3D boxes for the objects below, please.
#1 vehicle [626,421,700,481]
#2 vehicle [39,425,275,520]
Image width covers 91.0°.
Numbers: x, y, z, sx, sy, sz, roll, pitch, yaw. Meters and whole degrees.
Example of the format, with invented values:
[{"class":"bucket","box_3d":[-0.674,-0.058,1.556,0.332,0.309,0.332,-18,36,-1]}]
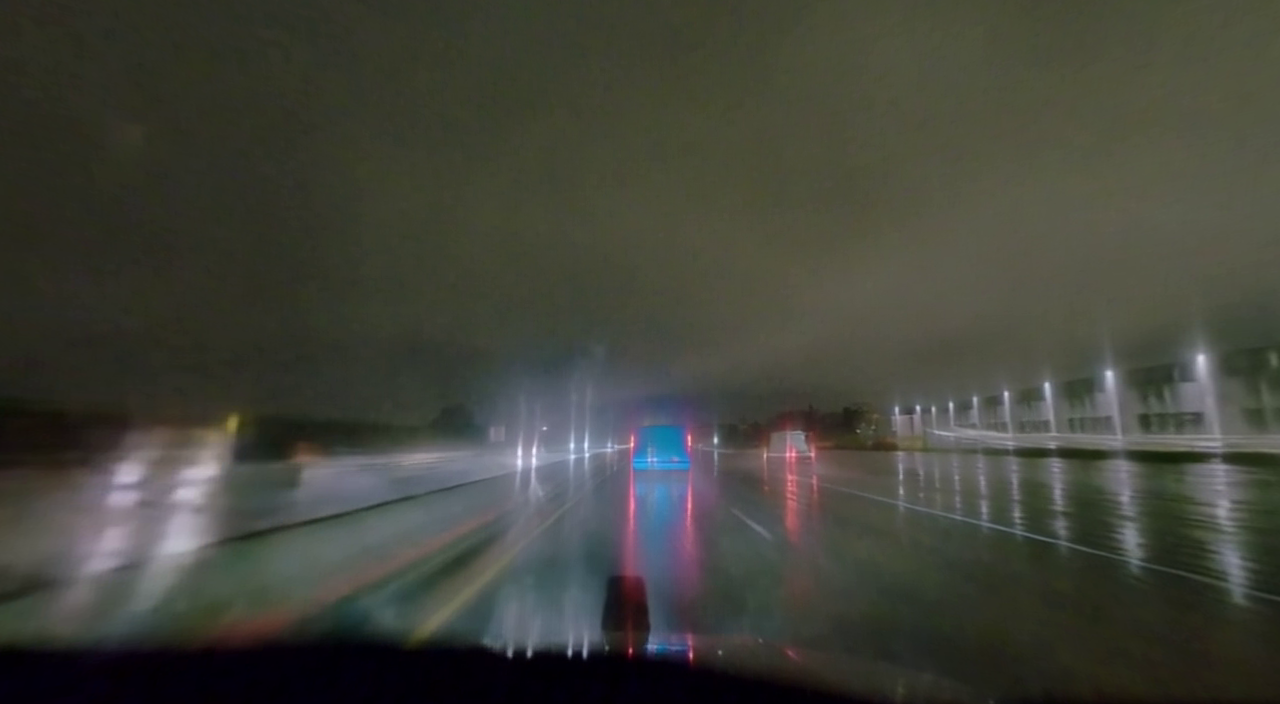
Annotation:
[{"class":"vehicle","box_3d":[0.857,3.665,23.513,2.469,2.027,4.554,0,-8,2]},{"class":"vehicle","box_3d":[-10.860,2.703,14.673,2.023,1.876,4.204,0,-8,2]}]
